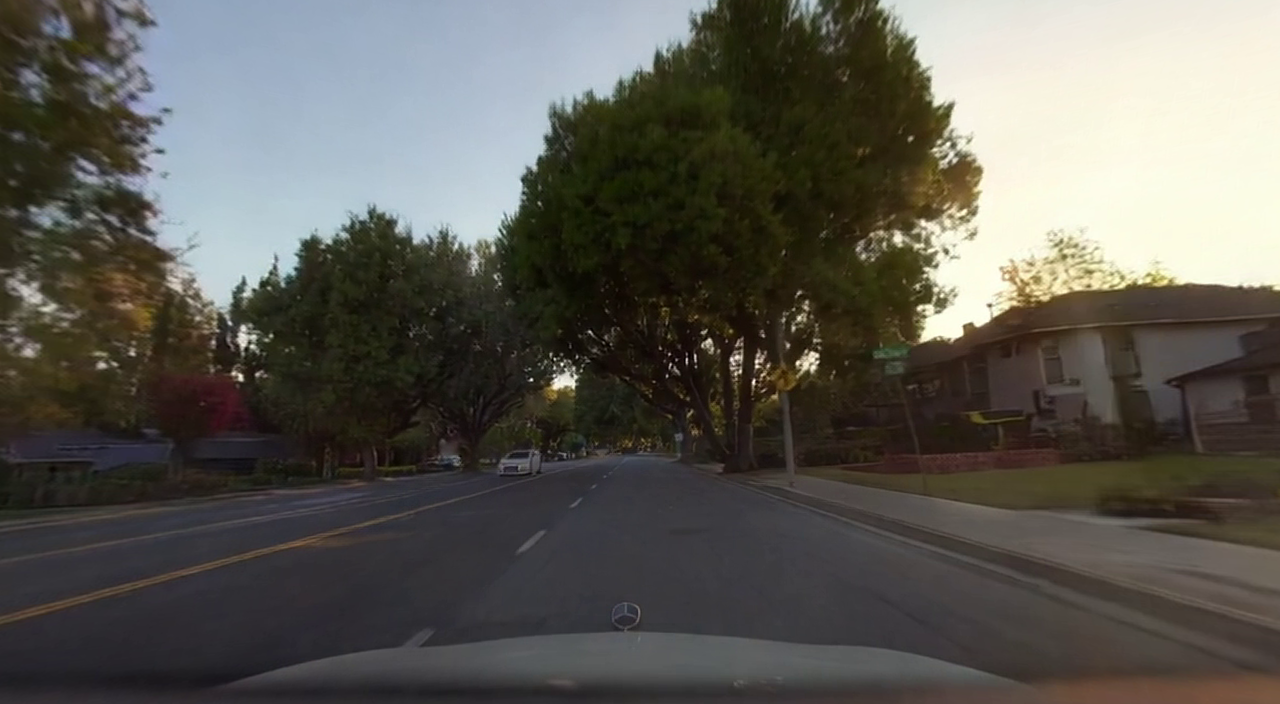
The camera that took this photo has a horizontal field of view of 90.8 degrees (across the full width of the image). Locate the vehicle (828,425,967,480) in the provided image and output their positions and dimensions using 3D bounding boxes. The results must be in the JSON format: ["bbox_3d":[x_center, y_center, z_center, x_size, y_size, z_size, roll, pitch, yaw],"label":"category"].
[{"bbox_3d":[10.519,4.175,26.138,4.583,1.853,2.260,-2,-14,-3],"label":"vehicle"}]

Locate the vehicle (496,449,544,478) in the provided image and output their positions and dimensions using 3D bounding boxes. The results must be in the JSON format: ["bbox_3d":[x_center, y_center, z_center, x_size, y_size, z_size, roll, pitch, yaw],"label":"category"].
[{"bbox_3d":[-7.220,6.726,38.495,1.951,1.613,4.654,0,-8,1],"label":"vehicle"}]
